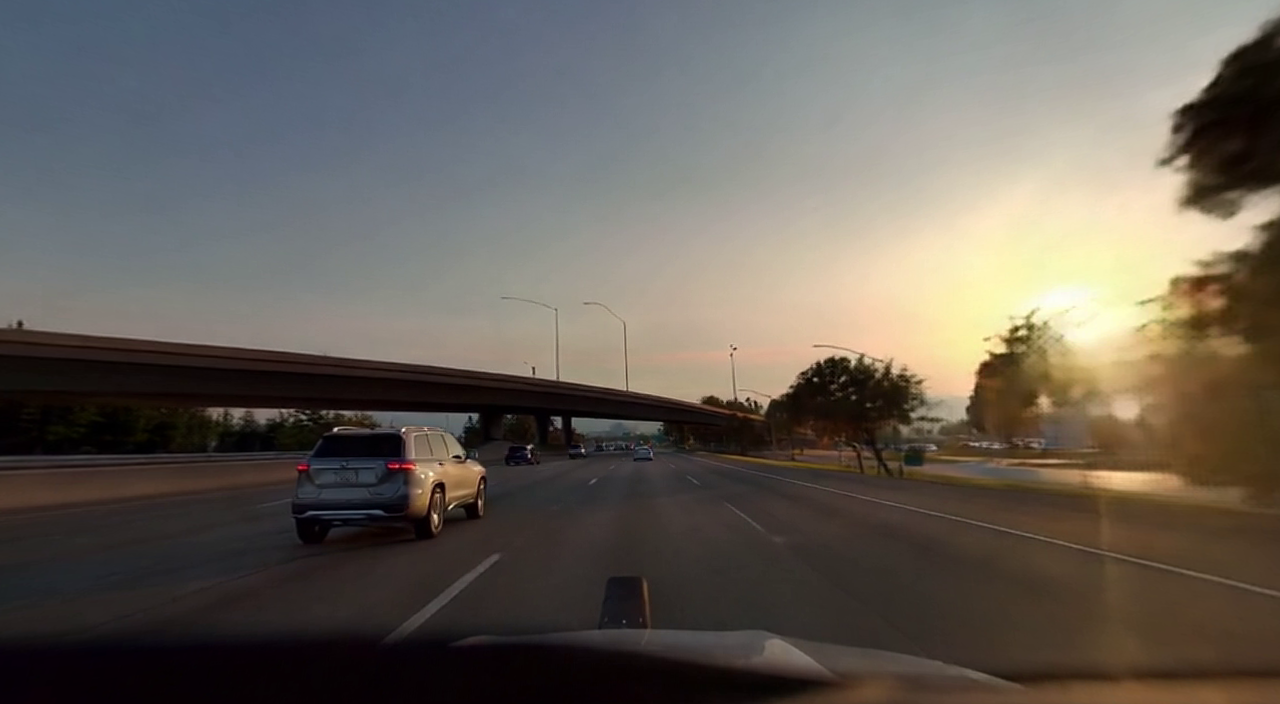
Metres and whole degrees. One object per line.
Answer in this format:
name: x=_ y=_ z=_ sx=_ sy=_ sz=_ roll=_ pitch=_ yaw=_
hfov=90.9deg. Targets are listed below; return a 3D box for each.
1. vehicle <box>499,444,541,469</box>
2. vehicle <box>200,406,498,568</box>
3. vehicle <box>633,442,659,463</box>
vehicle: x=-7.830 y=6.835 z=41.450 sx=1.871 sy=1.542 sz=4.371 roll=-1 pitch=-9 yaw=0
vehicle: x=-3.725 y=1.830 z=9.260 sx=2.214 sy=1.759 sz=4.435 roll=-1 pitch=-9 yaw=1
vehicle: x=0.443 y=7.957 z=50.000 sx=2.023 sy=1.589 sz=4.030 roll=0 pitch=-9 yaw=-1
